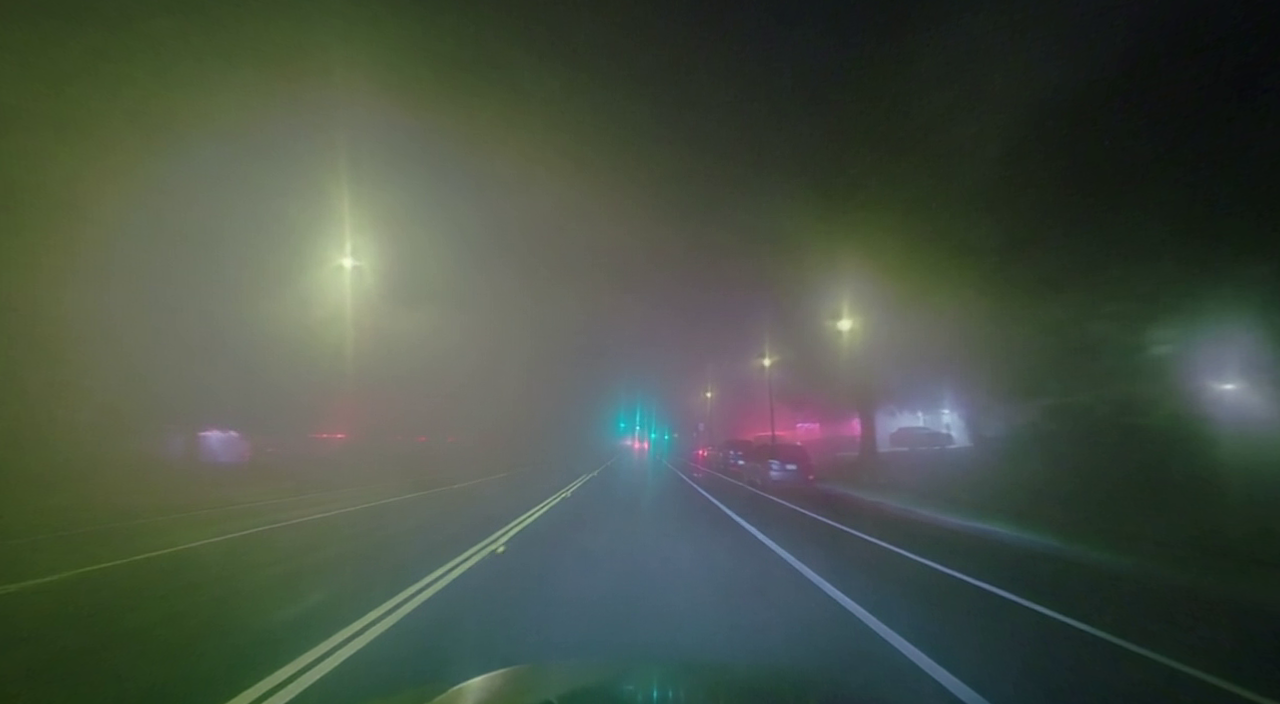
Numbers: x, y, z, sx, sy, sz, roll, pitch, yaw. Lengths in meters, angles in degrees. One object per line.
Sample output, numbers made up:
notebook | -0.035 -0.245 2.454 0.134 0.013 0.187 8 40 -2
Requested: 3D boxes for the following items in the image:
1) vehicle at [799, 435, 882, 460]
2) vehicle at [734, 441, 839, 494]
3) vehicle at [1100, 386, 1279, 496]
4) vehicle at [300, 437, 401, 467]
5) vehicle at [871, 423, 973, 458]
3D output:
vehicle | 12.598 6.022 39.756 4.593 1.480 1.819 0 -8 -2
vehicle | 4.514 3.628 20.360 1.968 1.467 5.107 0 -8 -3
vehicle | 12.548 1.766 12.569 4.857 1.987 2.296 0 -8 0
vehicle | -19.387 6.732 42.329 5.684 1.934 2.217 0 -8 0
vehicle | 18.146 5.698 40.616 5.481 1.869 2.195 -2 -7 -7
